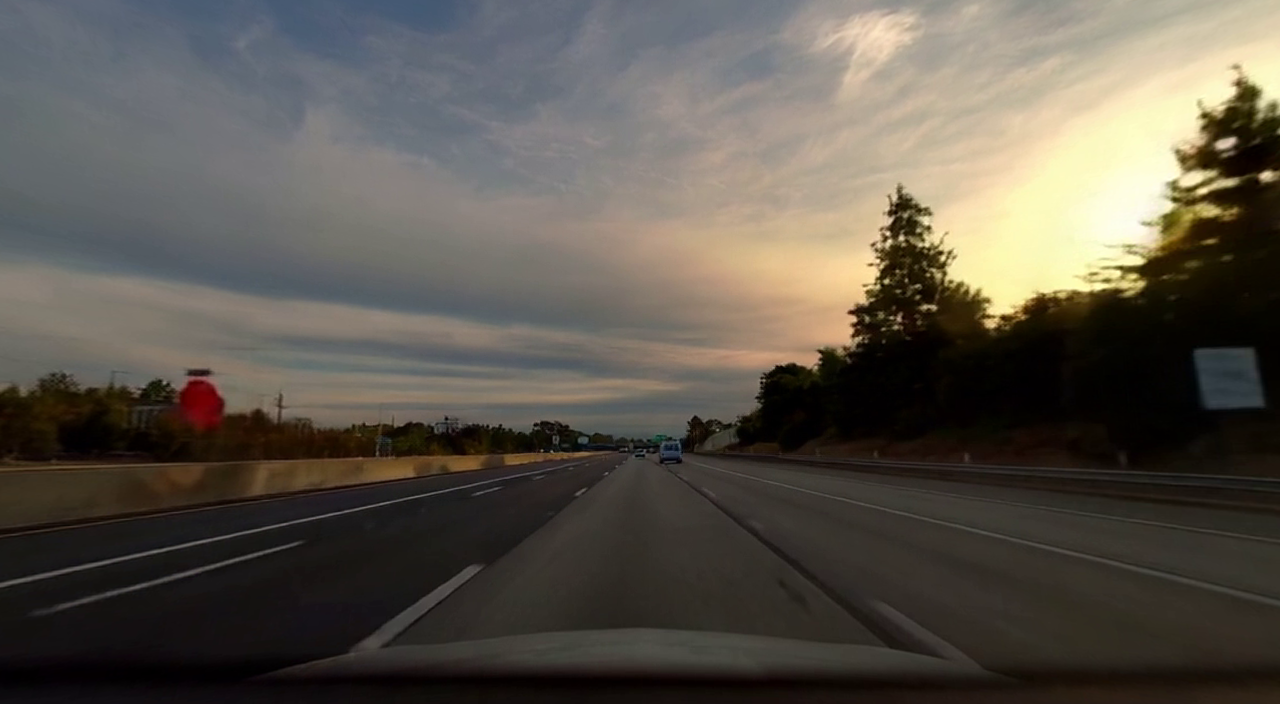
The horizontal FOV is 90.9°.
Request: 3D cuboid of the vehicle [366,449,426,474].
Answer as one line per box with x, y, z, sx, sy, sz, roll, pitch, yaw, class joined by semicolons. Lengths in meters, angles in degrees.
-15.564;6.988;40.480;1.903;1.486;4.666;0;-9;1;vehicle
